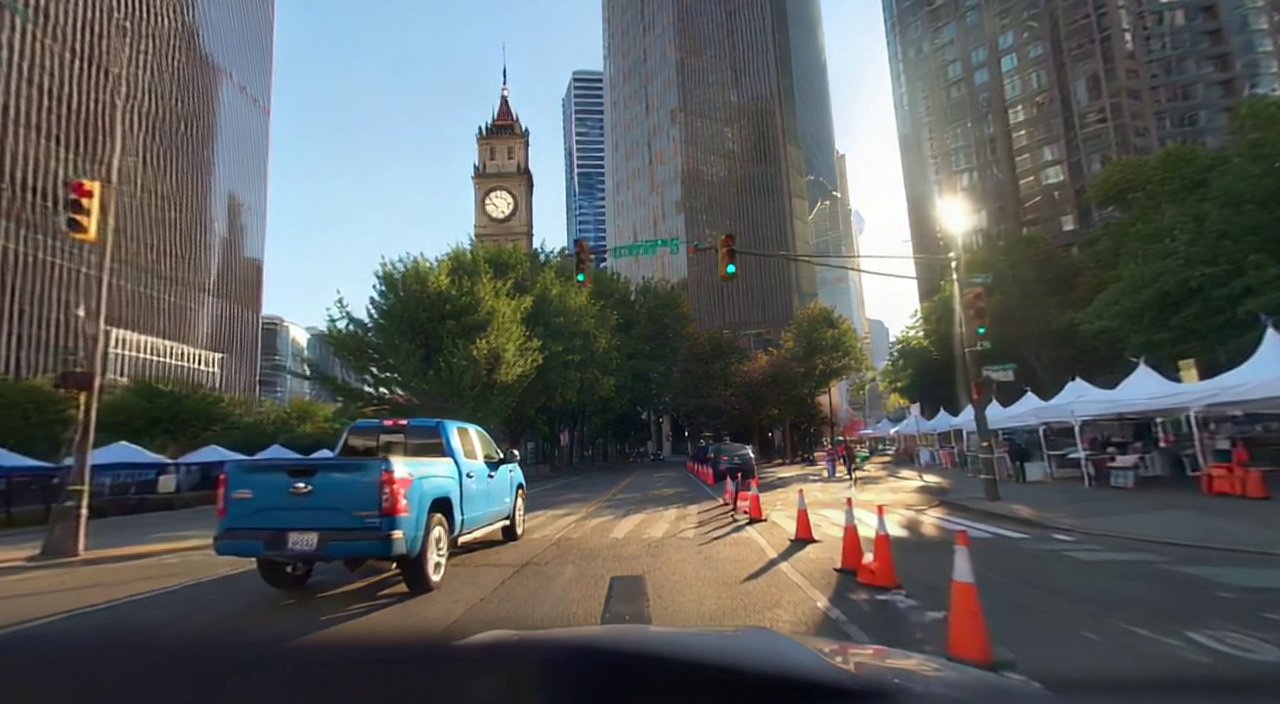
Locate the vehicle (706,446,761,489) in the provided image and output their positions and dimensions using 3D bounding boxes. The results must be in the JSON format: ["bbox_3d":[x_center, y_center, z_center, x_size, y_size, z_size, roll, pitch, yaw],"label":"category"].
[{"bbox_3d":[3.826,4.709,26.088,2.023,1.607,4.225,-2,-9,7],"label":"vehicle"}]

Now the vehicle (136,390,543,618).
[{"bbox_3d":[-3.066,1.756,8.382,2.452,1.954,5.653,-1,-9,2],"label":"vehicle"}]
